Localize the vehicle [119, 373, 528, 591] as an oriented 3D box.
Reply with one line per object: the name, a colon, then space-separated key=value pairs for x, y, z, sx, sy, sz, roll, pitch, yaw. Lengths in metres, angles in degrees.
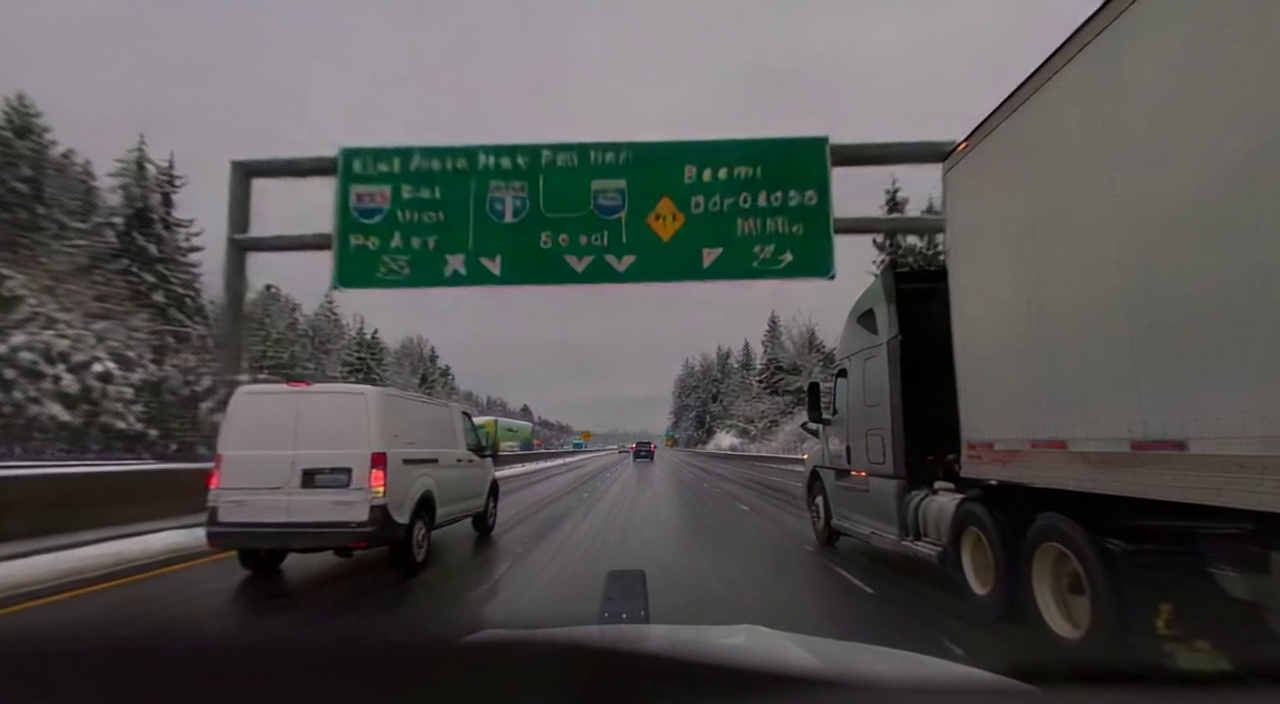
vehicle: x=-3.324 y=1.593 z=8.571 sx=2.572 sy=1.927 sz=5.803 roll=0 pitch=-9 yaw=0

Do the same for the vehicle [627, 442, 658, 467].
vehicle: x=0.158 y=7.281 z=44.933 sx=2.067 sy=1.690 sz=3.901 roll=0 pitch=-9 yaw=0

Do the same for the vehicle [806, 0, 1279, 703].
vehicle: x=4.199 y=0.286 z=6.436 sx=3.007 sy=3.949 sz=7.005 roll=0 pitch=-9 yaw=0
